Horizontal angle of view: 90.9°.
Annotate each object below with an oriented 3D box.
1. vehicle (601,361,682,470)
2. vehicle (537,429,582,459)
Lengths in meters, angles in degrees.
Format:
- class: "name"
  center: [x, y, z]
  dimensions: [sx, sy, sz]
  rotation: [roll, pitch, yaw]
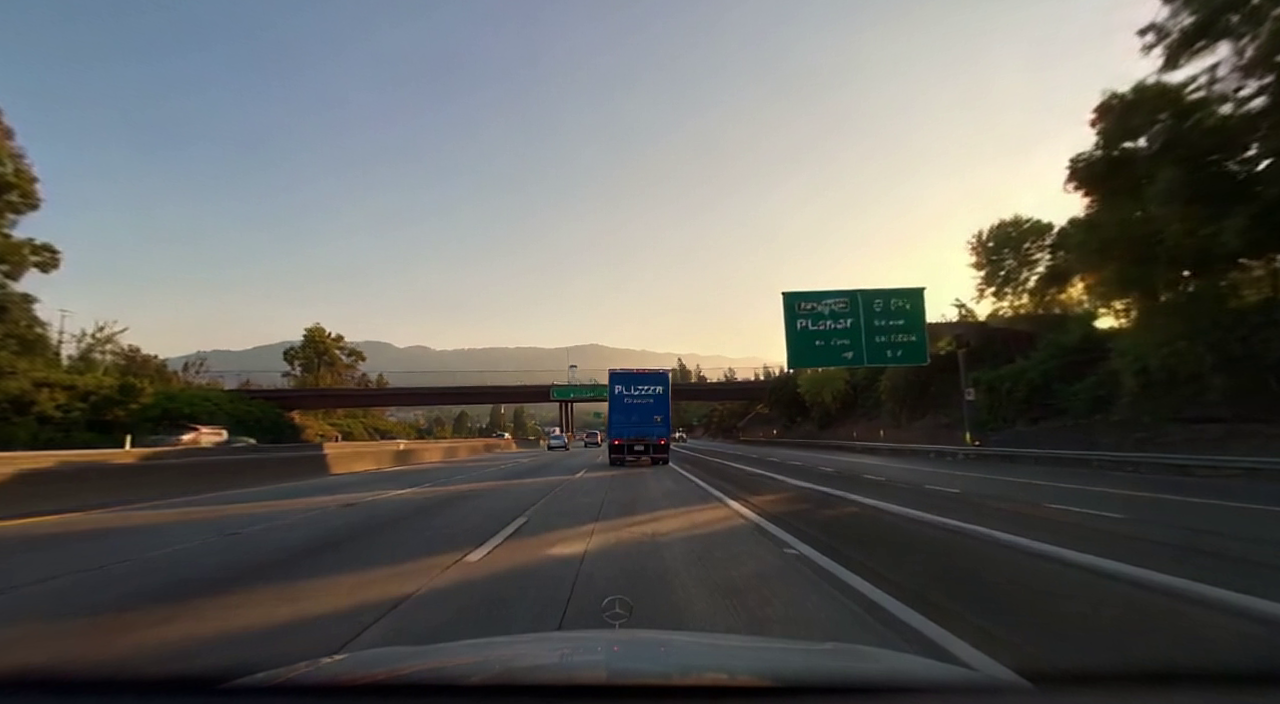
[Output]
- class: "vehicle"
  center: [-0.130, 3.090, 28.788]
  dimensions: [2.926, 3.959, 11.818]
  rotation: [0, -8, -2]
- class: "vehicle"
  center: [-4.859, 5.604, 38.553]
  dimensions: [2.198, 1.712, 4.655]
  rotation: [0, -8, -1]
